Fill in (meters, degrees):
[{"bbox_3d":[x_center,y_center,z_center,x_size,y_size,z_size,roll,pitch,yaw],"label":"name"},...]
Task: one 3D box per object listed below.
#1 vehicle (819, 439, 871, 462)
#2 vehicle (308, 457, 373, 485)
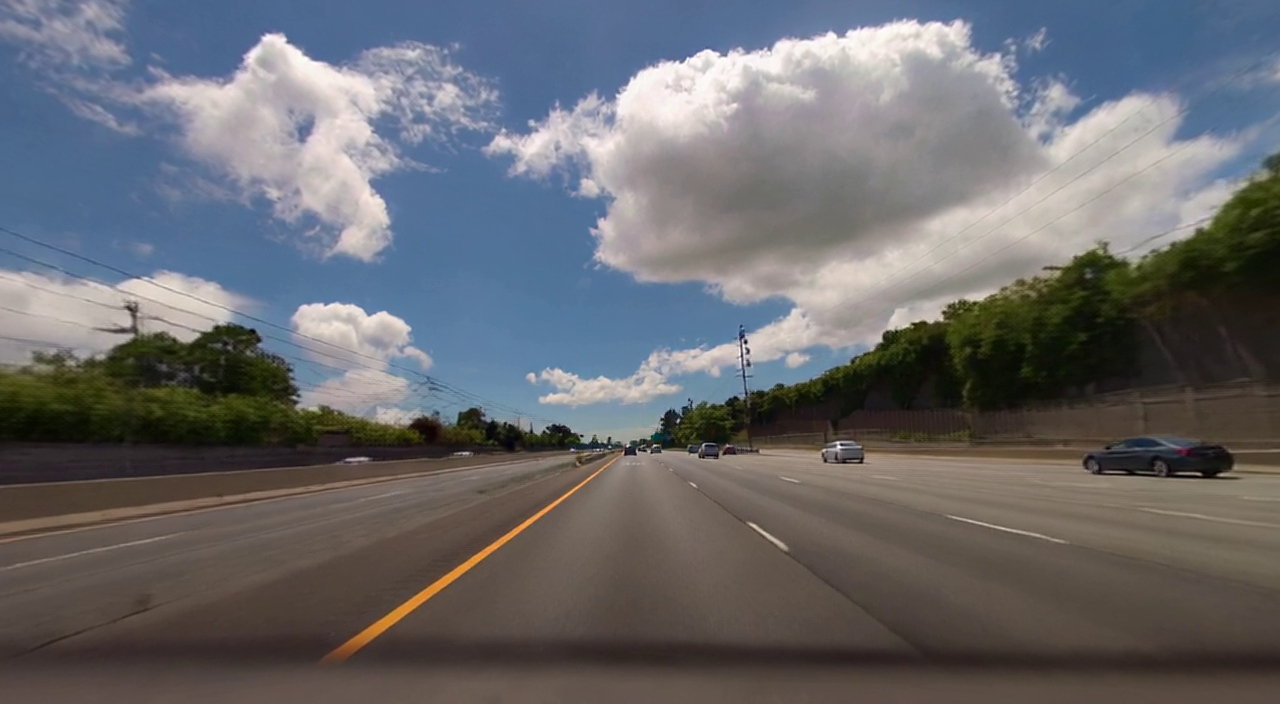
[{"bbox_3d":[14.590,7.049,45.108,2.089,1.484,4.573,0,-8,-1],"label":"vehicle"},{"bbox_3d":[-18.662,7.390,39.404,1.897,1.515,4.506,-2,-8,0],"label":"vehicle"}]
